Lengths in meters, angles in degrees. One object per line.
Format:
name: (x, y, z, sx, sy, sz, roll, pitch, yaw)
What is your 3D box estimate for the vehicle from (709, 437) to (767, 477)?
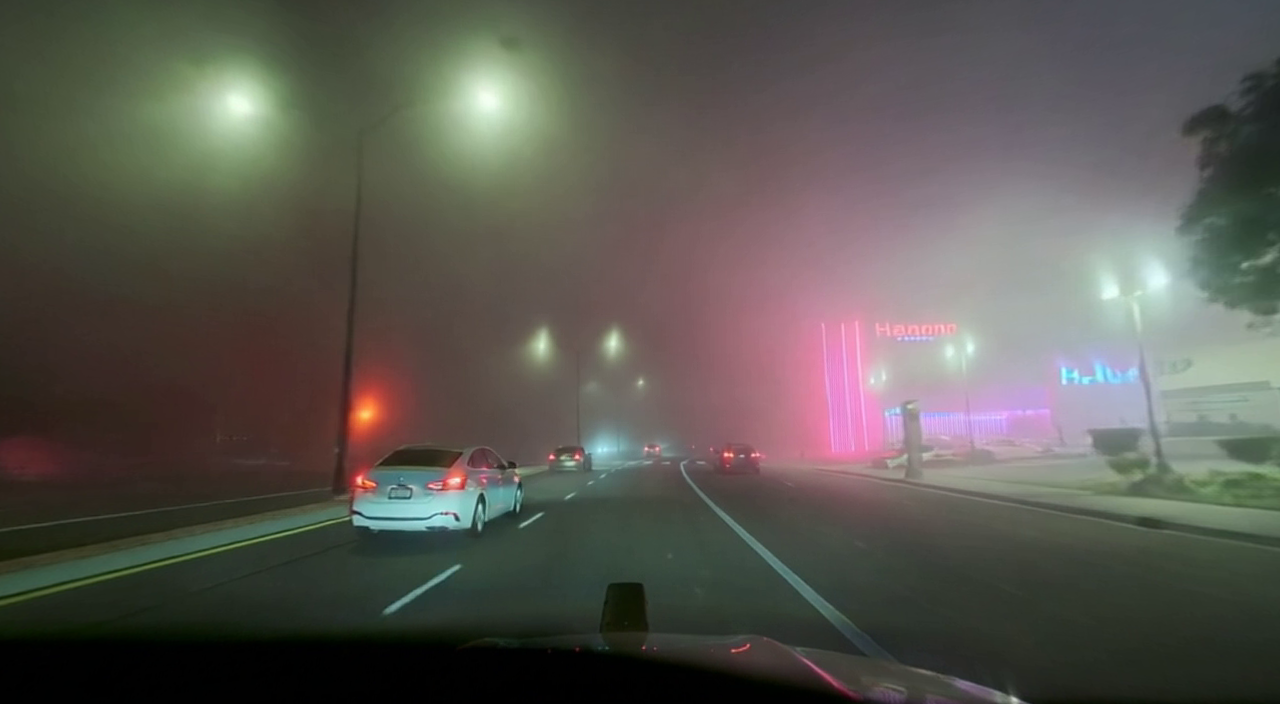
vehicle: (4.538, 4.924, 29.778, 2.103, 1.699, 4.171, 0, -8, 1)

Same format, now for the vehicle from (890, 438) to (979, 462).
vehicle: (18.759, 6.267, 40.358, 4.583, 1.491, 2.192, 0, -8, -1)

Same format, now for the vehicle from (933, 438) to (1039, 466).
vehicle: (18.920, 5.477, 34.630, 4.502, 1.454, 2.129, 0, -9, 0)

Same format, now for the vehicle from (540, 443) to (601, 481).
vehicle: (-2.872, 4.652, 27.005, 1.980, 1.454, 4.226, -1, -8, 3)

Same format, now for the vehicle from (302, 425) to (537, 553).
vehicle: (-3.101, 2.030, 10.078, 2.118, 1.568, 4.436, 0, -8, 1)
